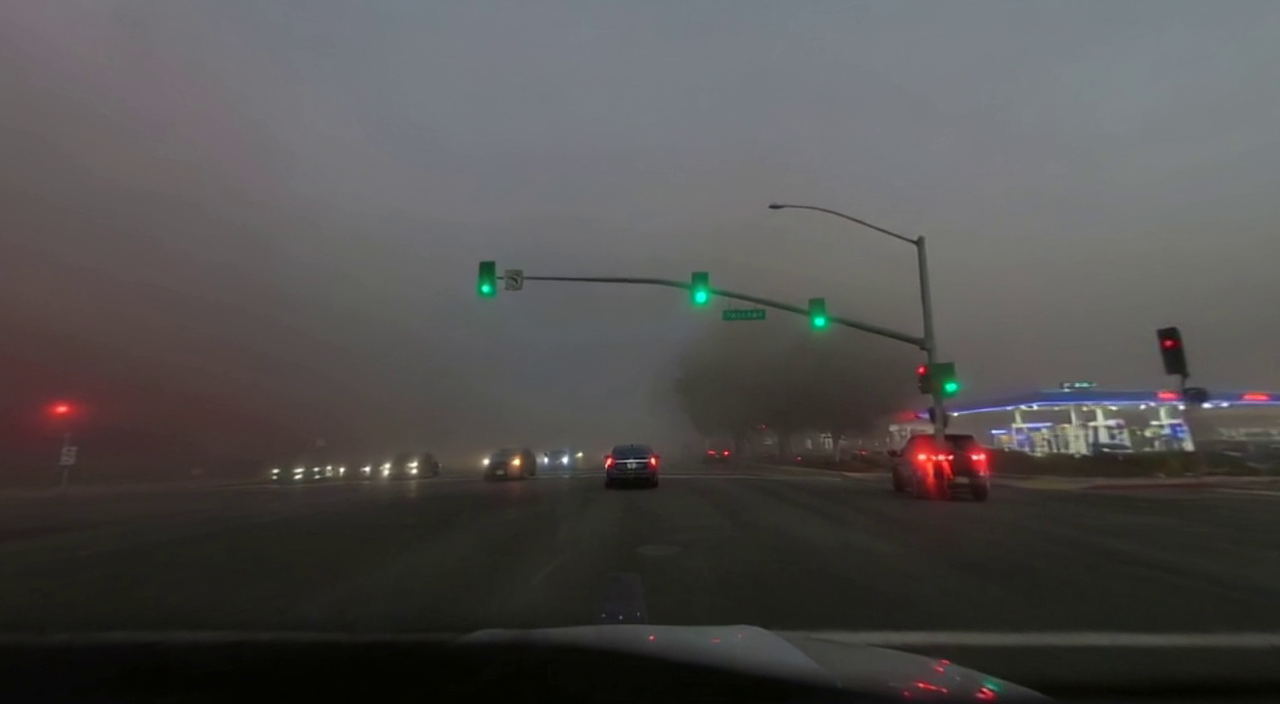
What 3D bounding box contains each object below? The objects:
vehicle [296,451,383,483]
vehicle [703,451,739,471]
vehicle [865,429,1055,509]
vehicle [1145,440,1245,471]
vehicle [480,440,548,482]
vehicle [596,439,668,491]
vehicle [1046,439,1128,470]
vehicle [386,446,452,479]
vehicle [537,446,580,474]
[{"bbox_3d":[-14.845,5.670,31.543,2.001,1.463,4.673,0,-9,0],"label":"vehicle"},{"bbox_3d":[6.322,8.558,49.749,2.143,1.508,4.274,0,-9,-2],"label":"vehicle"},{"bbox_3d":[6.800,2.535,14.101,1.890,1.489,4.396,0,-9,-1],"label":"vehicle"},{"bbox_3d":[27.720,5.154,31.555,4.512,1.468,1.909,4,-9,-24],"label":"vehicle"},{"bbox_3d":[-5.483,4.796,28.100,1.990,1.673,4.436,0,-9,1],"label":"vehicle"},{"bbox_3d":[-0.273,3.509,19.856,2.040,1.451,3.736,0,-9,-1],"label":"vehicle"},{"bbox_3d":[26.000,5.963,36.751,4.246,1.686,1.910,4,-10,-25],"label":"vehicle"},{"bbox_3d":[-11.822,5.919,34.077,1.944,1.647,4.395,0,-9,0],"label":"vehicle"},{"bbox_3d":[-5.209,6.987,41.024,2.137,1.685,4.587,0,-9,0],"label":"vehicle"}]
